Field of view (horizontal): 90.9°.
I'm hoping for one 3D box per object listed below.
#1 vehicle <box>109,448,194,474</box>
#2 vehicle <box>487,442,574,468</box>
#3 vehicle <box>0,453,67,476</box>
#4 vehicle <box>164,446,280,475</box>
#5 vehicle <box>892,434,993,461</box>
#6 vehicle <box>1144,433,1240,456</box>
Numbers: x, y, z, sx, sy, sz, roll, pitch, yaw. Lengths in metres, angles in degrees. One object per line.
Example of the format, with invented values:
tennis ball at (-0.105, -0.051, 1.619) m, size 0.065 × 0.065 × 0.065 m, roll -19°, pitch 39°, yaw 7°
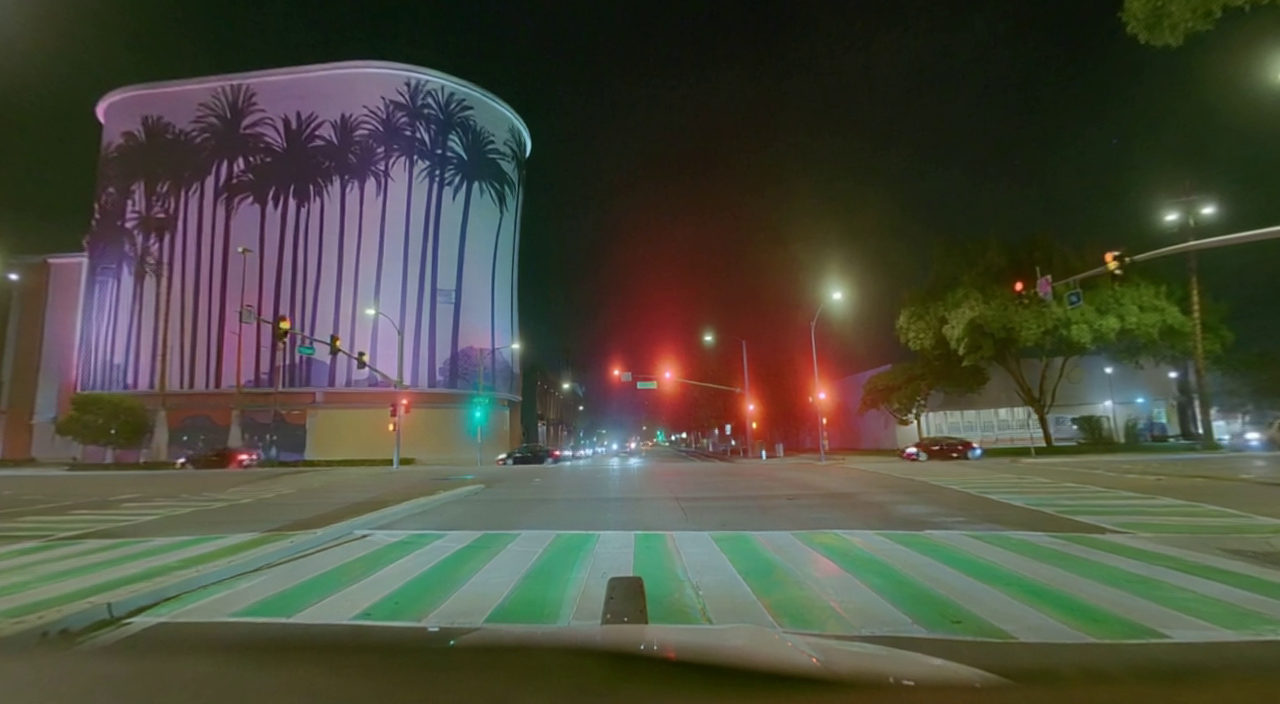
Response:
vehicle at (-33.078, 7.392, 42.765) m, size 4.136 × 1.661 × 1.857 m, roll 0°, pitch -8°, yaw 0°
vehicle at (-6.427, 6.066, 37.245) m, size 4.784 × 1.465 × 1.798 m, roll 0°, pitch -8°, yaw 1°
vehicle at (-41.664, 7.622, 42.778) m, size 3.698 × 1.508 × 1.779 m, roll 0°, pitch -8°, yaw 1°
vehicle at (-22.096, 5.738, 33.454) m, size 4.875 × 1.461 × 1.777 m, roll 0°, pitch -8°, yaw 1°
vehicle at (17.524, 5.554, 36.658) m, size 4.893 × 1.458 × 1.791 m, roll 0°, pitch -8°, yaw 0°
vehicle at (36.049, 6.026, 41.257) m, size 4.606 × 1.449 × 1.687 m, roll 0°, pitch -8°, yaw 1°
